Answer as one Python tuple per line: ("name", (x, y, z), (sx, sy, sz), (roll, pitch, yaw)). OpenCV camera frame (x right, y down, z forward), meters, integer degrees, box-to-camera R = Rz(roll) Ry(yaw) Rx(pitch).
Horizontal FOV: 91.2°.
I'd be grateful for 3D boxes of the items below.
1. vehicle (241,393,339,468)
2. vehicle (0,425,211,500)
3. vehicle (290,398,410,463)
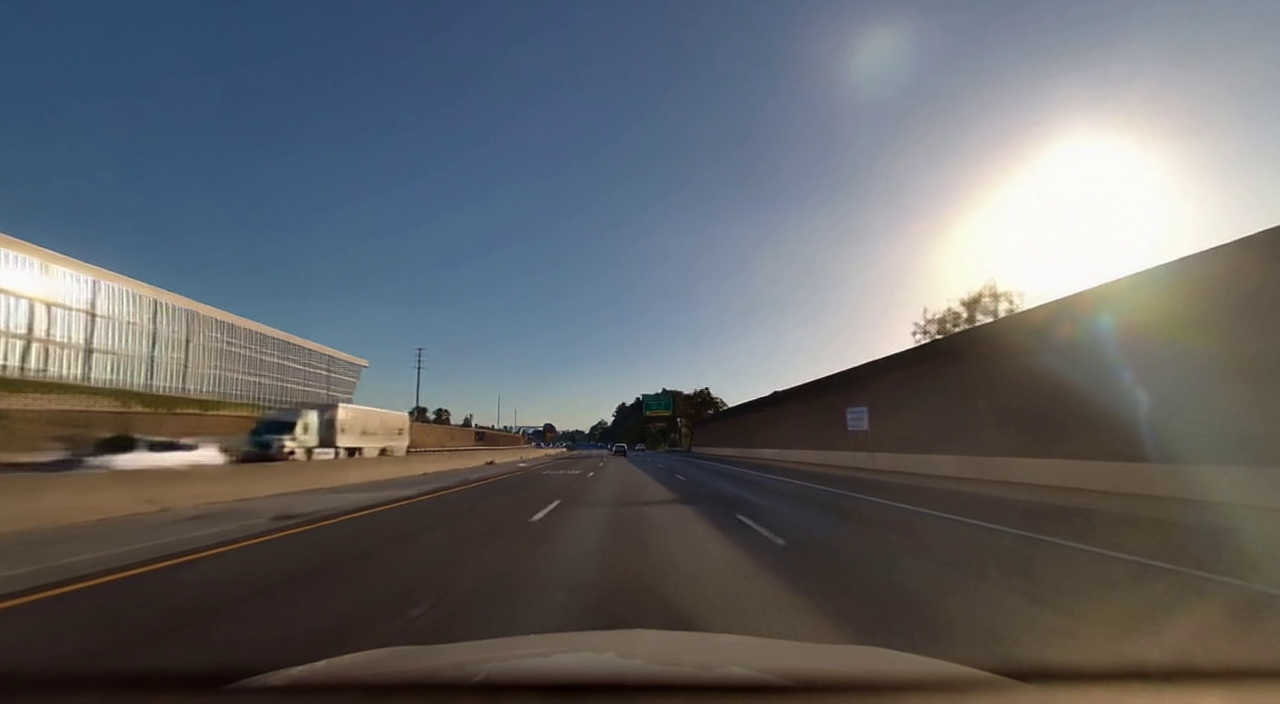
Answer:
("vehicle", (-20.679, 4.704, 37.344), (3.271, 4.189, 3.909), (0, -9, 0))
("vehicle", (-12.730, 2.610, 15.032), (1.863, 1.521, 4.277), (0, -9, -1))
("vehicle", (-21.080, 6.097, 47.009), (2.933, 4.082, 13.910), (0, -9, -2))
